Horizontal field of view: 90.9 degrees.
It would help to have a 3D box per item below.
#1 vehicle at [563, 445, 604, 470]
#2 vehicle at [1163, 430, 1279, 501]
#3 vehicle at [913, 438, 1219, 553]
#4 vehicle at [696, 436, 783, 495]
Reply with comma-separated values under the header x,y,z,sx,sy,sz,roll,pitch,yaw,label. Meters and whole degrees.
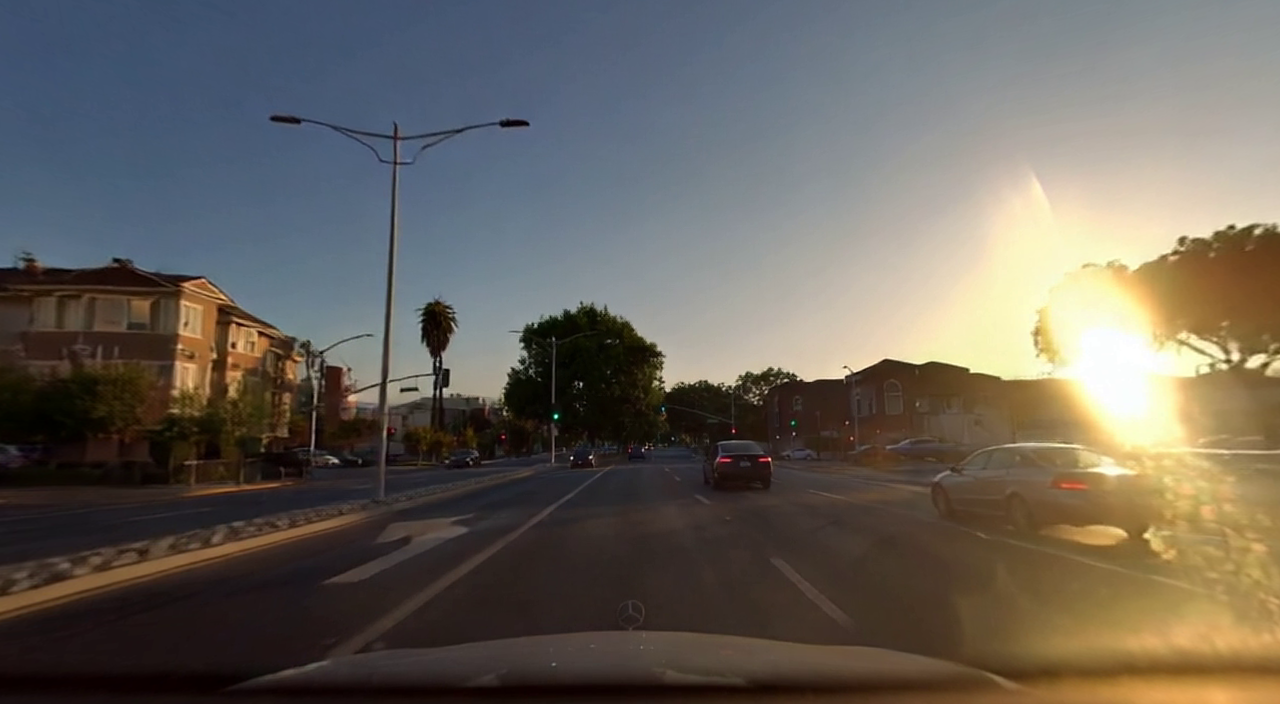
x,y,z,sx,sy,sz,roll,pitch,yaw,label
-3.574,6.739,40.372,2.037,1.472,4.152,0,-9,3,vehicle
17.850,3.094,17.456,4.747,1.807,2.251,0,-8,-3,vehicle
6.529,2.208,10.512,1.890,1.471,4.566,0,-9,0,vehicle
2.977,3.506,19.834,2.009,1.639,4.267,0,-9,0,vehicle
